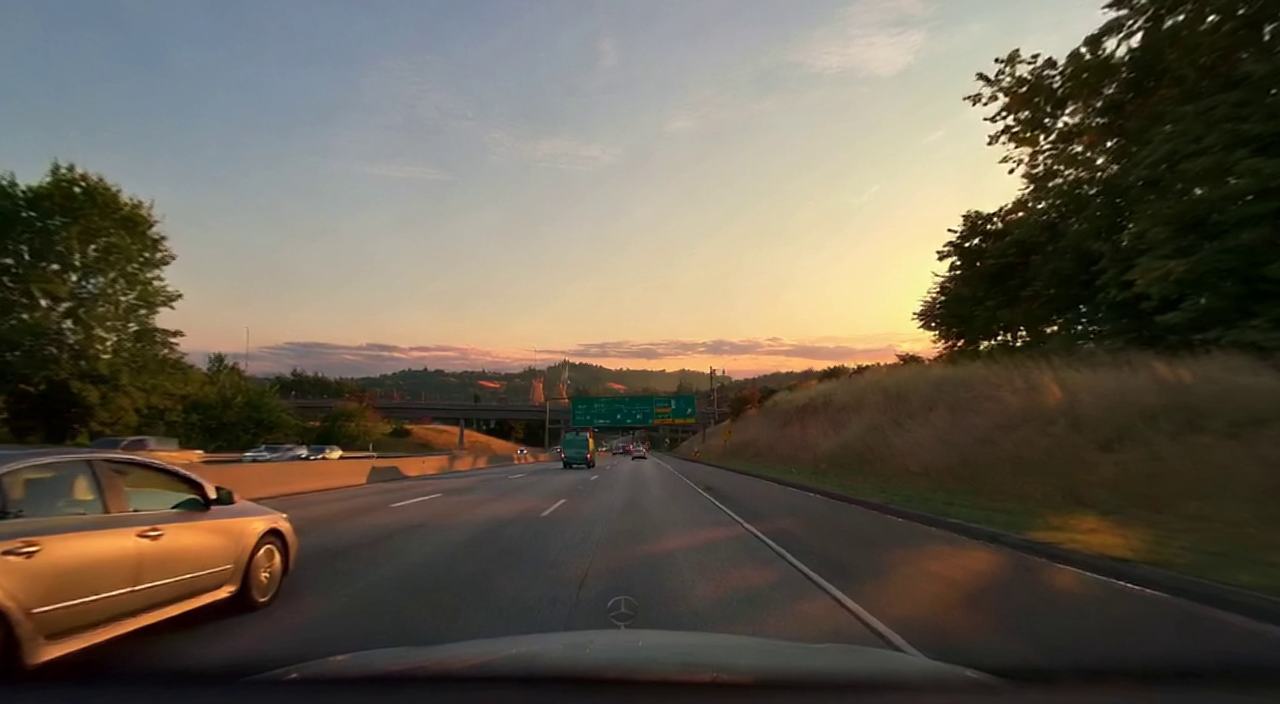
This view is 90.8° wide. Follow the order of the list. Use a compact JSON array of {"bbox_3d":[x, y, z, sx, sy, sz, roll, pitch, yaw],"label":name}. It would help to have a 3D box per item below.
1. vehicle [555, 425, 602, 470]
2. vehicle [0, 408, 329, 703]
[{"bbox_3d":[-3.607,5.781,38.087,2.290,2.453,5.561,0,-9,0],"label":"vehicle"},{"bbox_3d":[-3.583,1.062,3.270,1.924,1.436,3.915,0,-9,0],"label":"vehicle"}]
